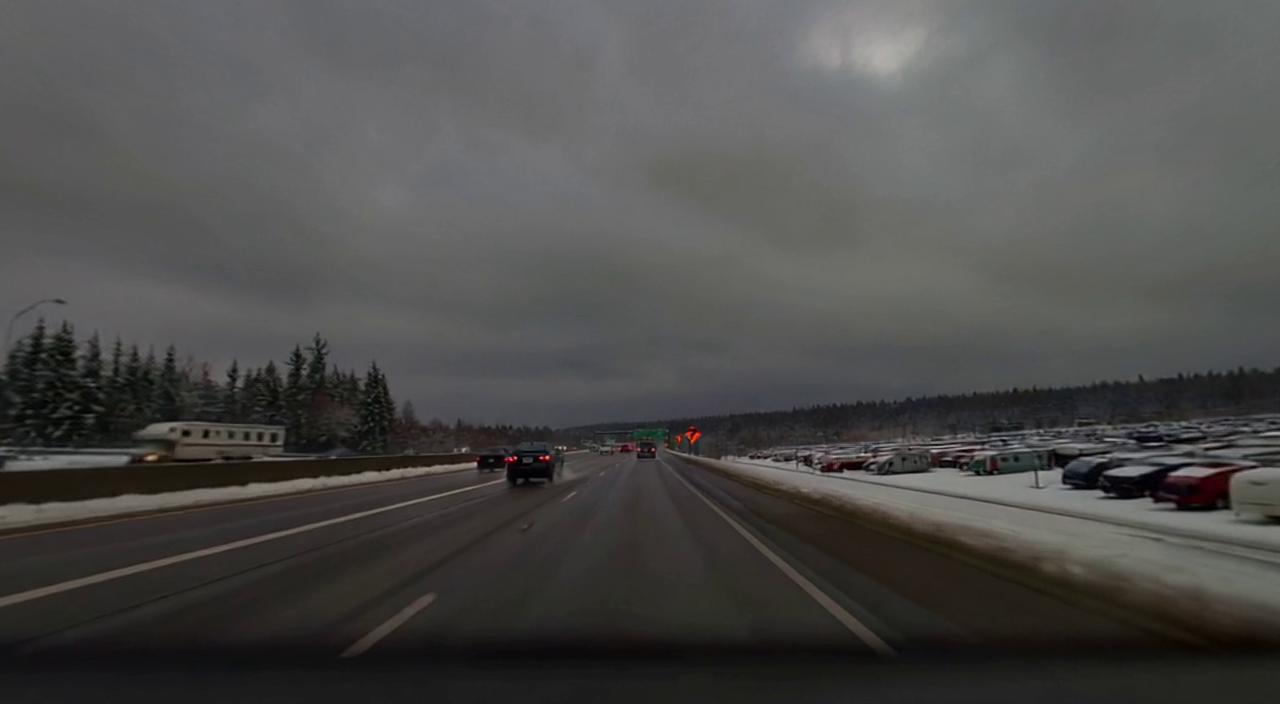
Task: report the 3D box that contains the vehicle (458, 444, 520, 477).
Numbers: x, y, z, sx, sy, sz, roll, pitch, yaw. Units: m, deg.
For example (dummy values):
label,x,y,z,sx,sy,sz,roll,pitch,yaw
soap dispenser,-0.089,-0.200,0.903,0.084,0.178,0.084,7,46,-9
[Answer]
label,x,y,z,sx,sy,sz,roll,pitch,yaw
vehicle,-7.504,5.436,31.756,1.991,1.538,4.360,0,-9,1

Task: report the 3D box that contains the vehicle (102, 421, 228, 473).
label,x,y,z,sx,sy,sz,roll,pitch,yaw
vehicle,-36.479,7.333,48.902,3.141,3.592,8.343,1,-8,0

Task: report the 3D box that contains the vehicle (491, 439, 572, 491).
label,x,y,z,sx,sy,sz,roll,pitch,yaw
vehicle,-3.836,4.068,23.001,2.070,1.665,4.213,0,-9,2
